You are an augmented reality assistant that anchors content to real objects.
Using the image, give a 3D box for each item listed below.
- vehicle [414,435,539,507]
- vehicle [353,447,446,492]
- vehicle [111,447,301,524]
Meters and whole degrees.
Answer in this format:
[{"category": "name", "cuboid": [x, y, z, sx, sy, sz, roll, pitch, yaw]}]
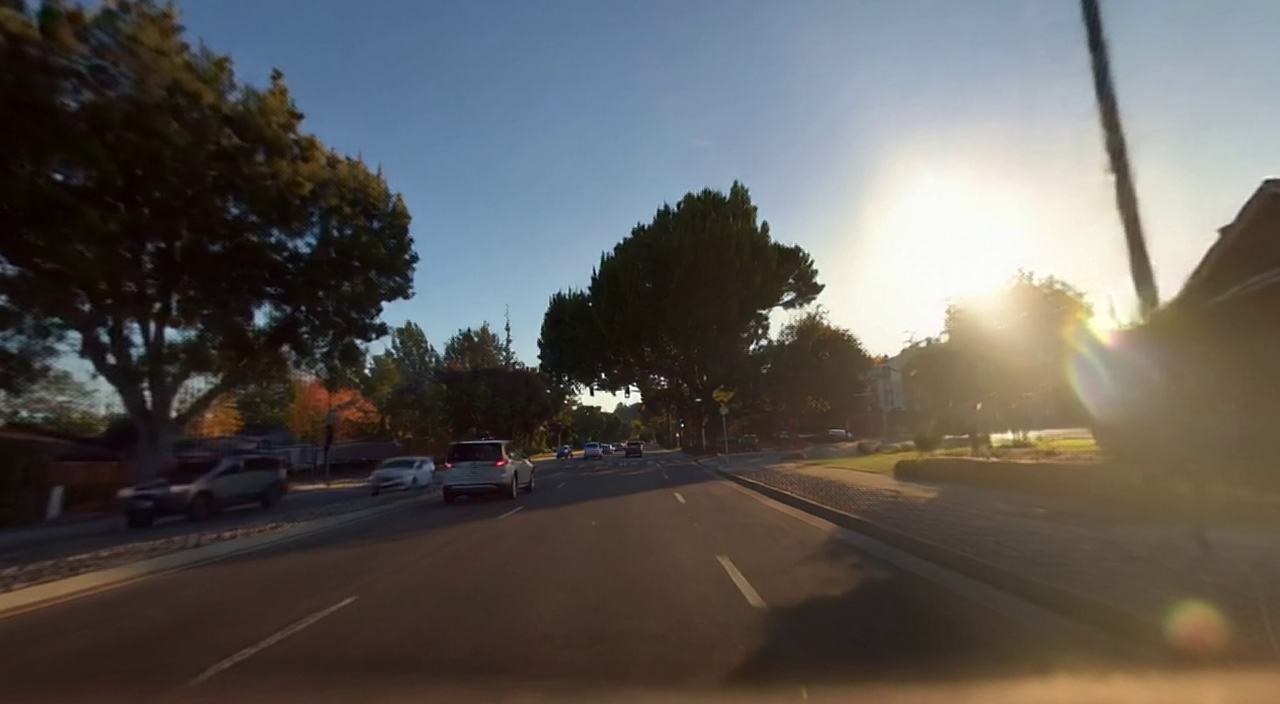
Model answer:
[{"category": "vehicle", "cuboid": [-4.295, 3.205, 17.481, 2.169, 1.706, 4.638, 0, -9, 1]}, {"category": "vehicle", "cuboid": [-10.895, 5.393, 29.127, 2.149, 1.802, 5.007, -3, -10, 2]}, {"category": "vehicle", "cuboid": [-14.504, 4.413, 21.804, 2.263, 2.211, 6.122, 0, -8, -1]}]
